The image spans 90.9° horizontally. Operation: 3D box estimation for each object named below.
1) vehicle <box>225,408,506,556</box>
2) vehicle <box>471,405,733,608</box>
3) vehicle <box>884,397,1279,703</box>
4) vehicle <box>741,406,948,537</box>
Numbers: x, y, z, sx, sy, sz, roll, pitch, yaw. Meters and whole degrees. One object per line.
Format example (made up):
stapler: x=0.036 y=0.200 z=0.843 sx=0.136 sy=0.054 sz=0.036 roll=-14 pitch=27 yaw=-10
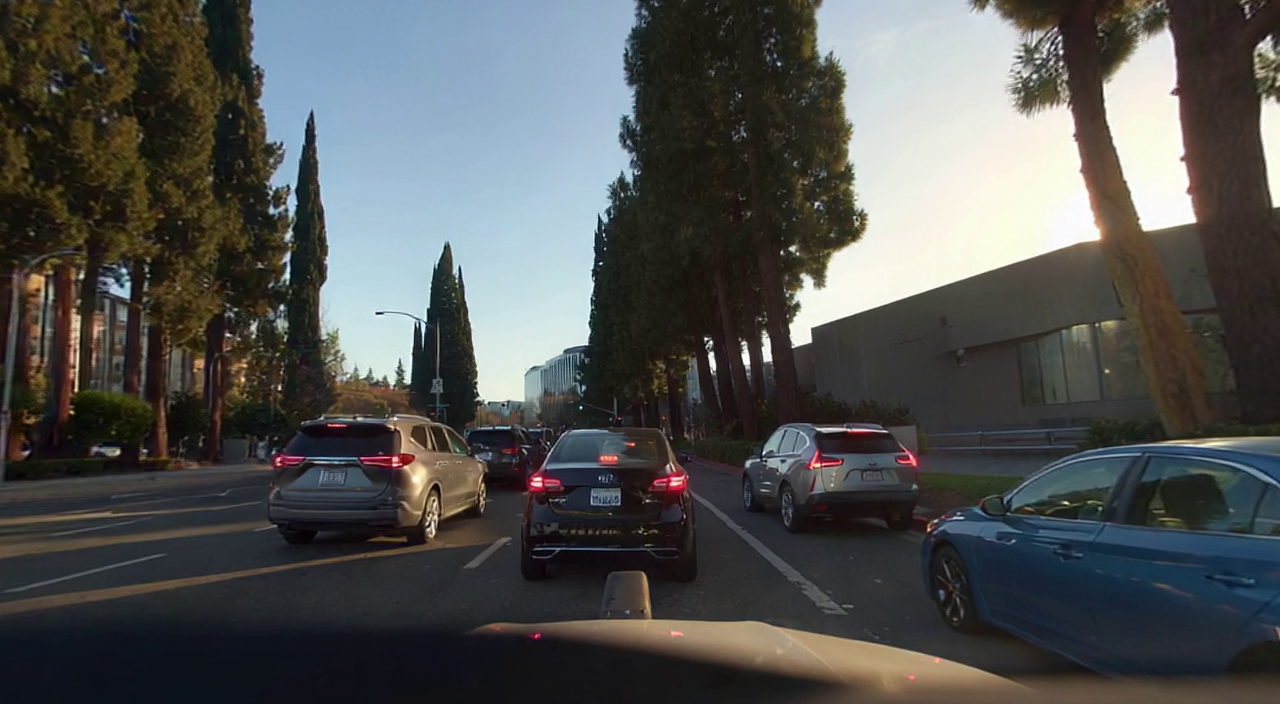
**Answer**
vehicle: x=-3.756 y=1.886 z=9.886 sx=2.141 sy=1.718 sz=4.809 roll=0 pitch=-8 yaw=1
vehicle: x=-0.356 y=1.583 z=7.419 sx=2.114 sy=1.631 sz=4.459 roll=0 pitch=-8 yaw=-1
vehicle: x=3.241 y=1.068 z=3.374 sx=2.045 sy=1.459 sz=4.462 roll=0 pitch=-8 yaw=-1
vehicle: x=3.345 y=2.077 z=11.536 sx=2.117 sy=1.879 sz=4.715 roll=0 pitch=-8 yaw=-1
